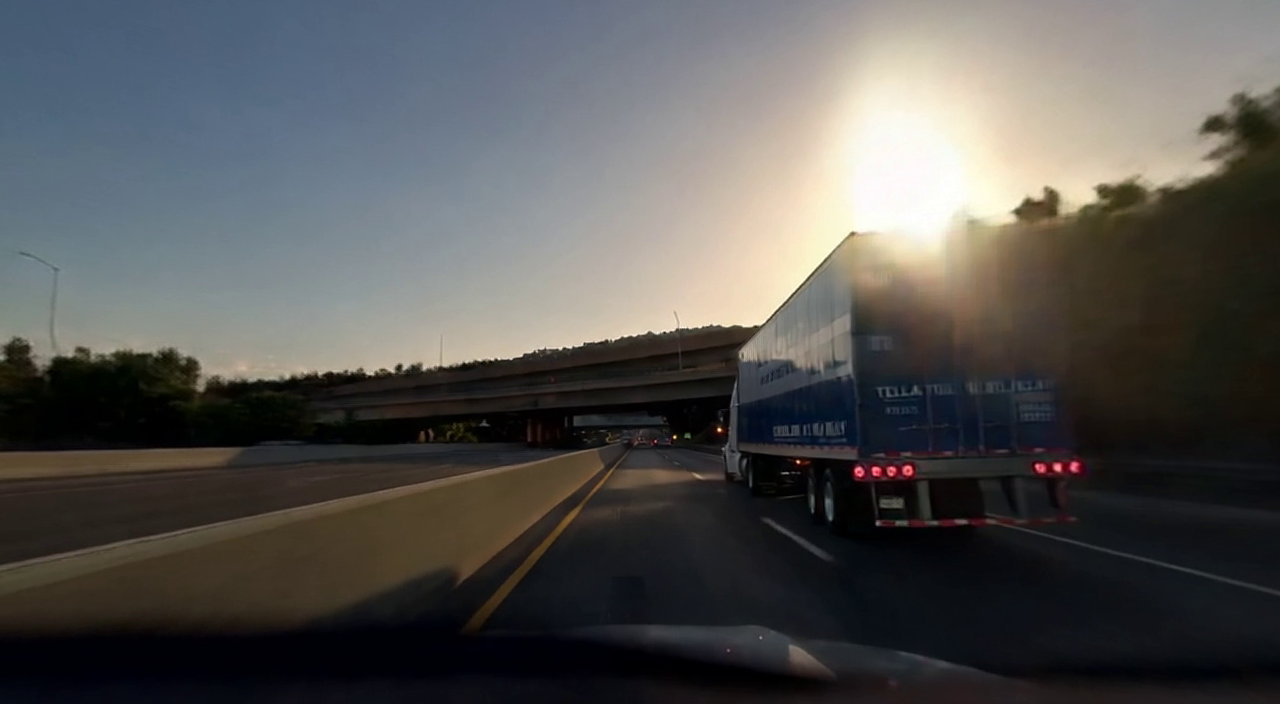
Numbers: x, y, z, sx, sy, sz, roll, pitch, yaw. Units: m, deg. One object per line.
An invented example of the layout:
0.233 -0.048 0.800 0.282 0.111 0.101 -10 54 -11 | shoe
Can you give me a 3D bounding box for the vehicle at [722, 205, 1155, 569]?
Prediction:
4.159 1.340 14.074 3.006 4.093 14.142 0 -8 1 | vehicle
